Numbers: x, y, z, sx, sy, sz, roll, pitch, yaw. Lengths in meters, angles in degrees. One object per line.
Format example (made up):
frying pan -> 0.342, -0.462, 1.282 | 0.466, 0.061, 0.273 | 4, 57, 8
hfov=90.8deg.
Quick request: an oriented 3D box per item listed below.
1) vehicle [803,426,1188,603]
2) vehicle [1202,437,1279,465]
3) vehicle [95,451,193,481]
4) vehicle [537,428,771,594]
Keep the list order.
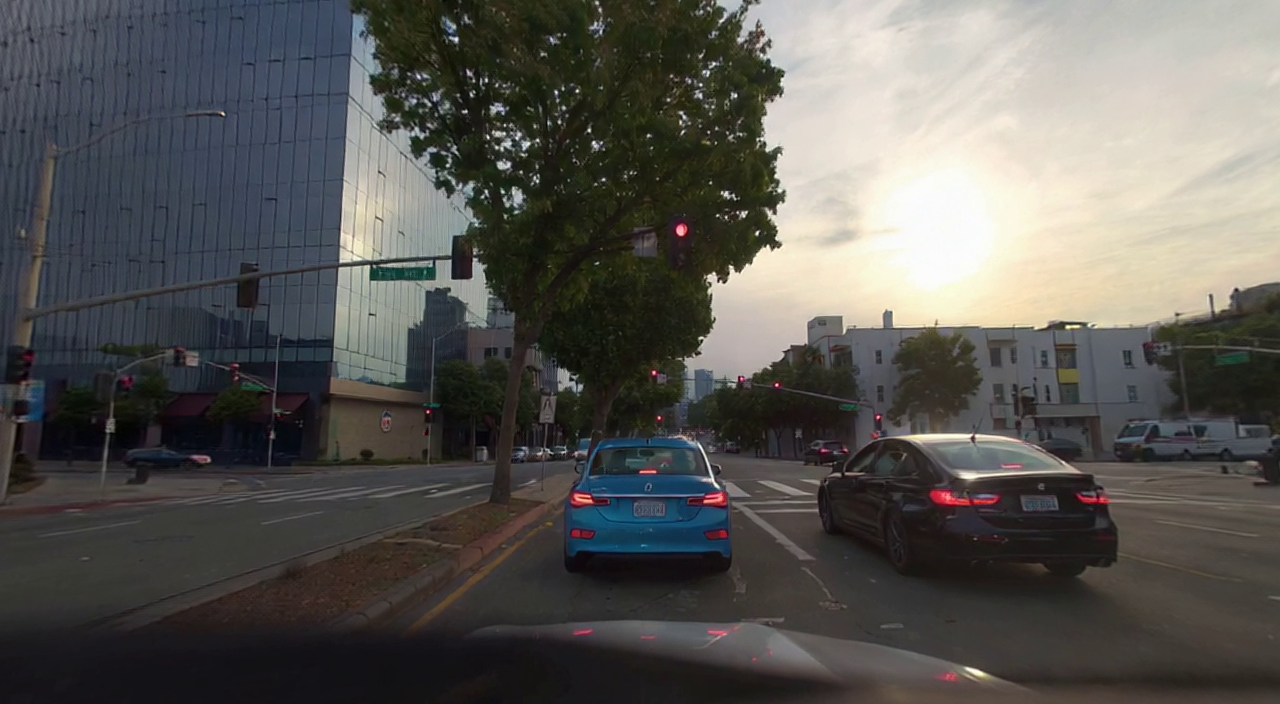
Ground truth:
vehicle -> 3.643, 1.739, 7.735 | 2.018, 1.491, 4.544 | 0, -9, -1
vehicle -> 35.206, 5.635, 36.132 | 4.190, 1.535, 1.998 | 0, -9, -1
vehicle -> -26.665, 6.128, 34.042 | 3.657, 1.528, 1.783 | 1, -9, -3
vehicle -> 0.093, 1.734, 7.725 | 2.087, 1.468, 4.014 | 0, -9, -1
